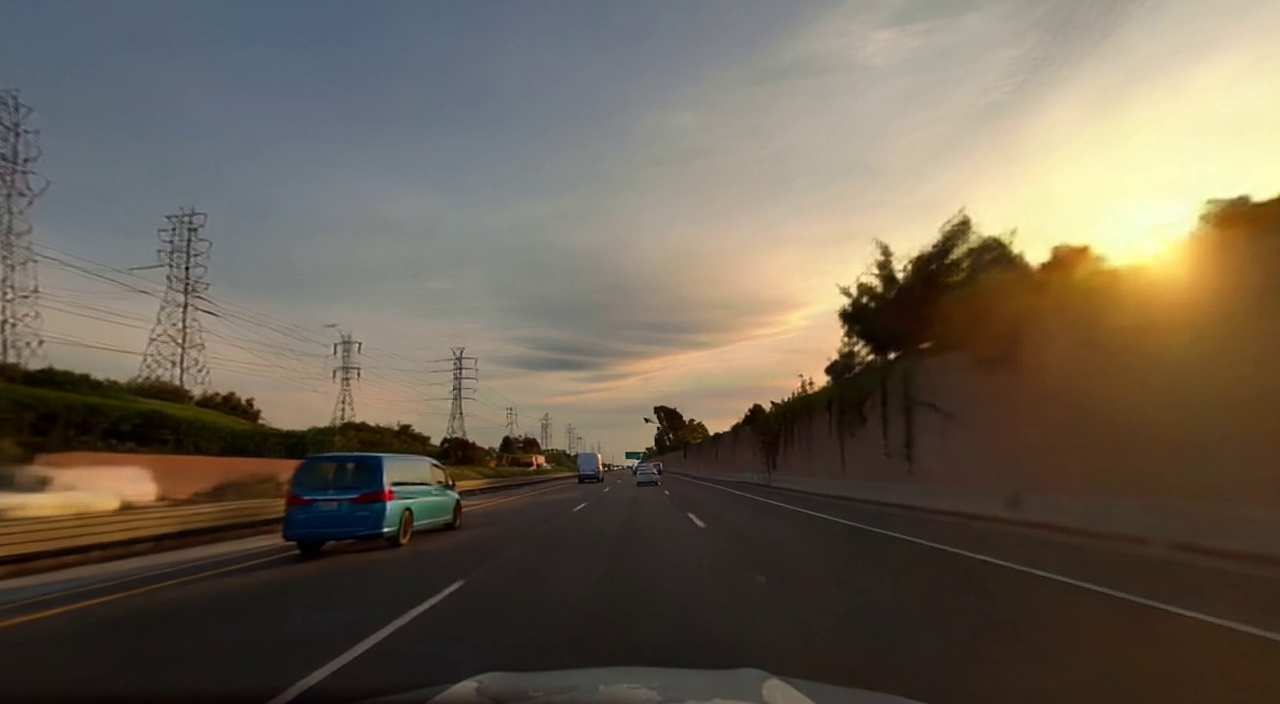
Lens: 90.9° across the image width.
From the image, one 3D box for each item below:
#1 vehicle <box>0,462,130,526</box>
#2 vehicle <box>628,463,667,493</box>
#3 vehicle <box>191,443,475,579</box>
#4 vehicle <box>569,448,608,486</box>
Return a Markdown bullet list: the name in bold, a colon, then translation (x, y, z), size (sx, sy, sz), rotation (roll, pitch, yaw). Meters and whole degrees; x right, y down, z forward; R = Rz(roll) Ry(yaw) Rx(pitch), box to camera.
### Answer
- **vehicle**: translation (-15.595, 3.561, 16.089), size (1.808, 1.440, 3.961), rotation (1, -11, -2)
- **vehicle**: translation (0.369, 7.005, 35.120), size (2.006, 1.554, 3.863), rotation (1, -11, -1)
- **vehicle**: translation (-4.202, 2.289, 9.716), size (2.023, 1.541, 4.543), rotation (1, -11, 1)
- **vehicle**: translation (-3.808, 8.745, 47.790), size (2.394, 2.609, 6.875), rotation (1, -11, 0)
